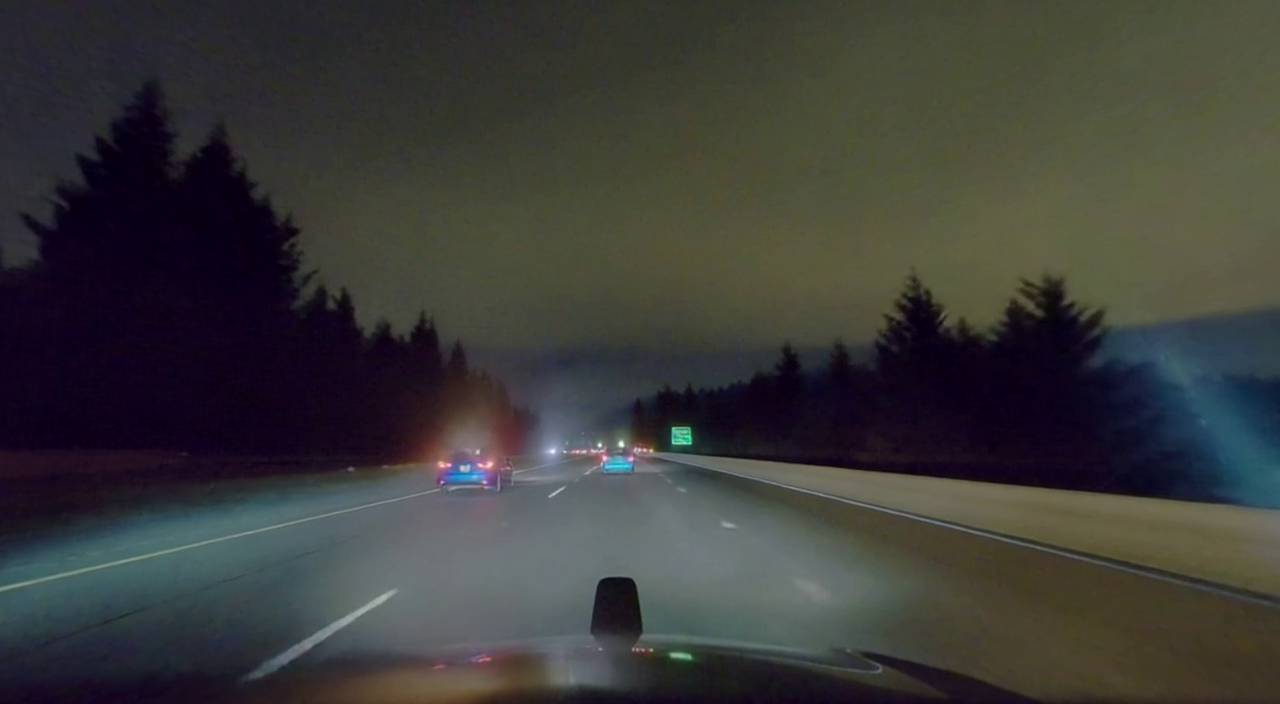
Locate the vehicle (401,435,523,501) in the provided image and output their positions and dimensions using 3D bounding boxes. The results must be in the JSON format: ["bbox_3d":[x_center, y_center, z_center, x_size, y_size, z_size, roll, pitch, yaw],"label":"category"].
[{"bbox_3d":[-4.834,3.232,17.829,2.103,1.588,4.709,-1,-9,0],"label":"vehicle"}]

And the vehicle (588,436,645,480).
[{"bbox_3d":[-0.984,4.453,26.522,2.220,1.711,4.056,0,-9,-2],"label":"vehicle"}]
